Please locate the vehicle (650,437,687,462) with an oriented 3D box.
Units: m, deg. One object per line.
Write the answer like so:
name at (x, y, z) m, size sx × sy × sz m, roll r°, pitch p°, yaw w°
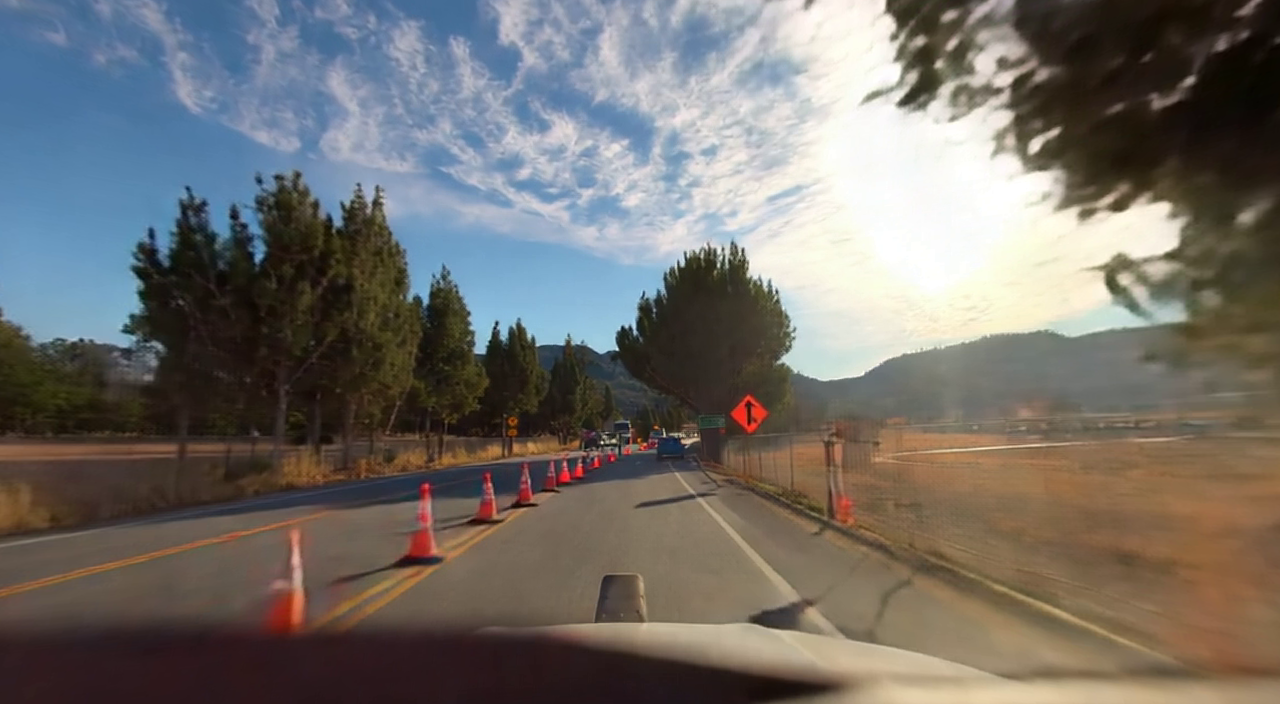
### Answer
vehicle at (1.818, 6.134, 39.908) m, size 2.172 × 1.486 × 3.581 m, roll 0°, pitch -9°, yaw 3°
